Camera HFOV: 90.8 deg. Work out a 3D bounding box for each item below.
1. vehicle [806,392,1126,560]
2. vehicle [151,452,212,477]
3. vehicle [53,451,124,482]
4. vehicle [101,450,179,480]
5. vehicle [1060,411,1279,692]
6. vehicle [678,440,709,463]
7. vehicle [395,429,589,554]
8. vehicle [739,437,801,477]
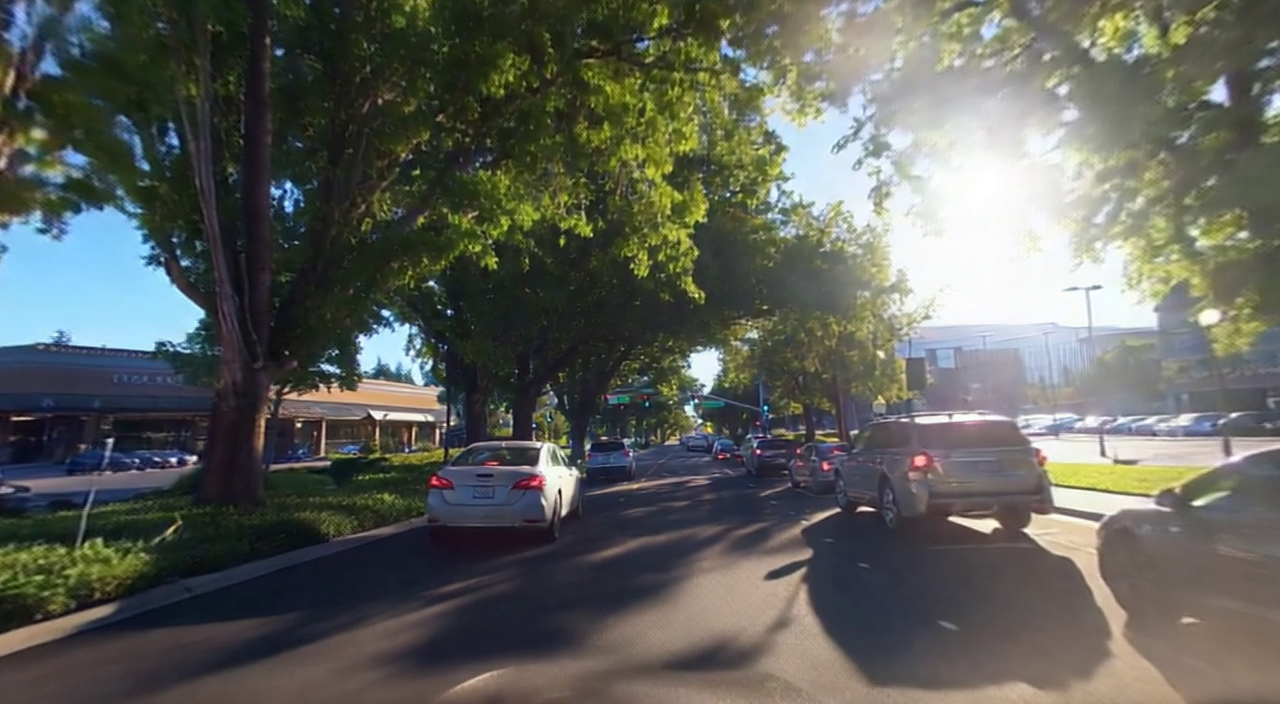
[{"bbox_3d":[4.466,1.823,10.118,2.324,1.907,5.634,0,-8,3],"label":"vehicle"},{"bbox_3d":[-27.776,6.775,38.218,3.527,1.390,1.681,-5,-10,32],"label":"vehicle"},{"bbox_3d":[-28.662,5.900,32.795,3.865,1.499,1.804,-6,-10,35],"label":"vehicle"},{"bbox_3d":[-28.250,6.332,35.675,4.127,1.583,1.978,-5,-10,30],"label":"vehicle"},{"bbox_3d":[4.337,0.989,2.815,1.904,1.494,4.864,-1,-8,5],"label":"vehicle"},{"bbox_3d":[3.725,6.996,44.533,2.095,1.473,4.301,-1,-8,4],"label":"vehicle"},{"bbox_3d":[-1.966,2.013,9.853,1.968,1.497,4.286,0,-8,0],"label":"vehicle"},{"bbox_3d":[5.345,4.374,26.562,1.910,1.493,4.490,-1,-8,4],"label":"vehicle"}]
